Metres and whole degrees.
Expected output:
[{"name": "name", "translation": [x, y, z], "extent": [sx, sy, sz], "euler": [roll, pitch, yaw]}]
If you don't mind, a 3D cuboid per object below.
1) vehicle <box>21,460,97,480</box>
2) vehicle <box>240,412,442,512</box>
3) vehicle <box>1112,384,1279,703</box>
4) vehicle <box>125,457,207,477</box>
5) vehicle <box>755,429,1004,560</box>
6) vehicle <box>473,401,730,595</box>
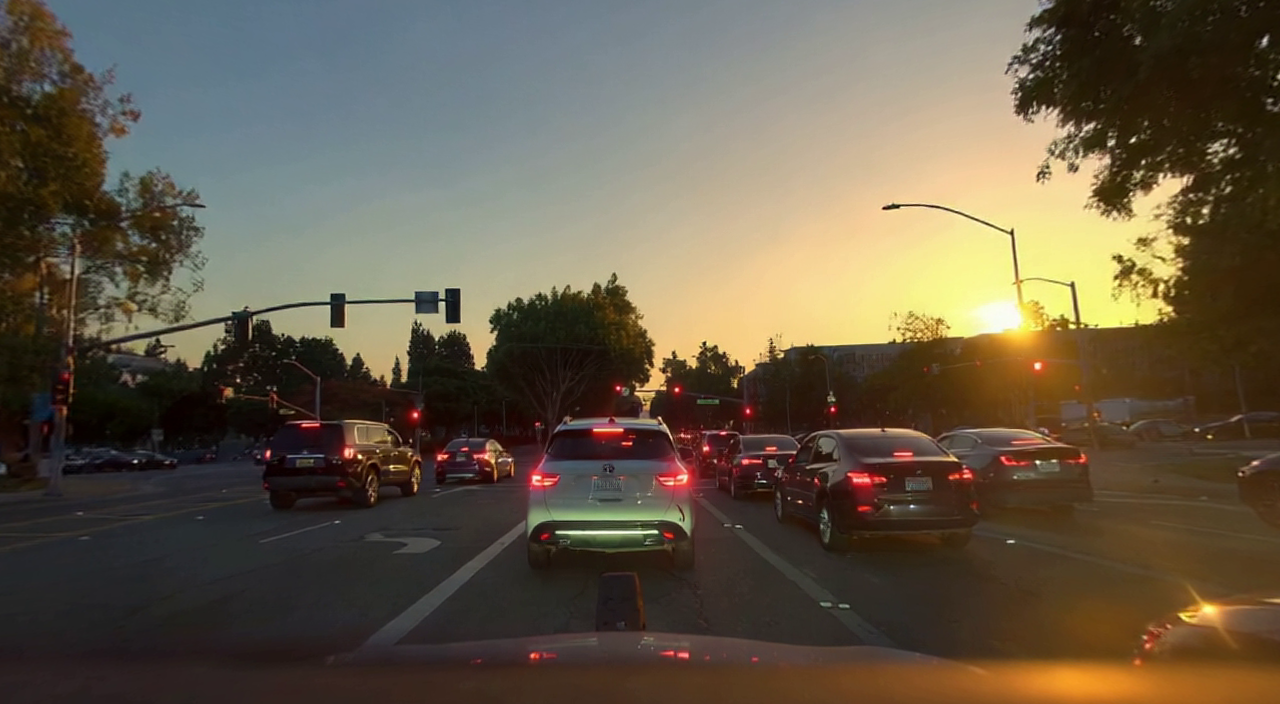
[{"name": "vehicle", "translation": [-45.695, 9.262, 49.405], "extent": [4.232, 1.498, 1.791], "euler": [0, -8, 1]}, {"name": "vehicle", "translation": [-6.728, 2.547, 14.995], "extent": [2.214, 1.953, 5.017], "euler": [0, -8, 1]}, {"name": "vehicle", "translation": [3.305, 0.667, 0.826], "extent": [1.980, 1.515, 4.362], "euler": [0, -8, 1]}, {"name": "vehicle", "translation": [-37.317, 9.027, 49.476], "extent": [4.914, 1.487, 1.850], "euler": [0, -8, 0]}, {"name": "vehicle", "translation": [3.158, 1.966, 9.477], "extent": [1.971, 1.473, 4.495], "euler": [0, -8, 0]}, {"name": "vehicle", "translation": [-0.322, 1.586, 7.625], "extent": [2.256, 1.694, 4.055], "euler": [0, -8, 0]}]
